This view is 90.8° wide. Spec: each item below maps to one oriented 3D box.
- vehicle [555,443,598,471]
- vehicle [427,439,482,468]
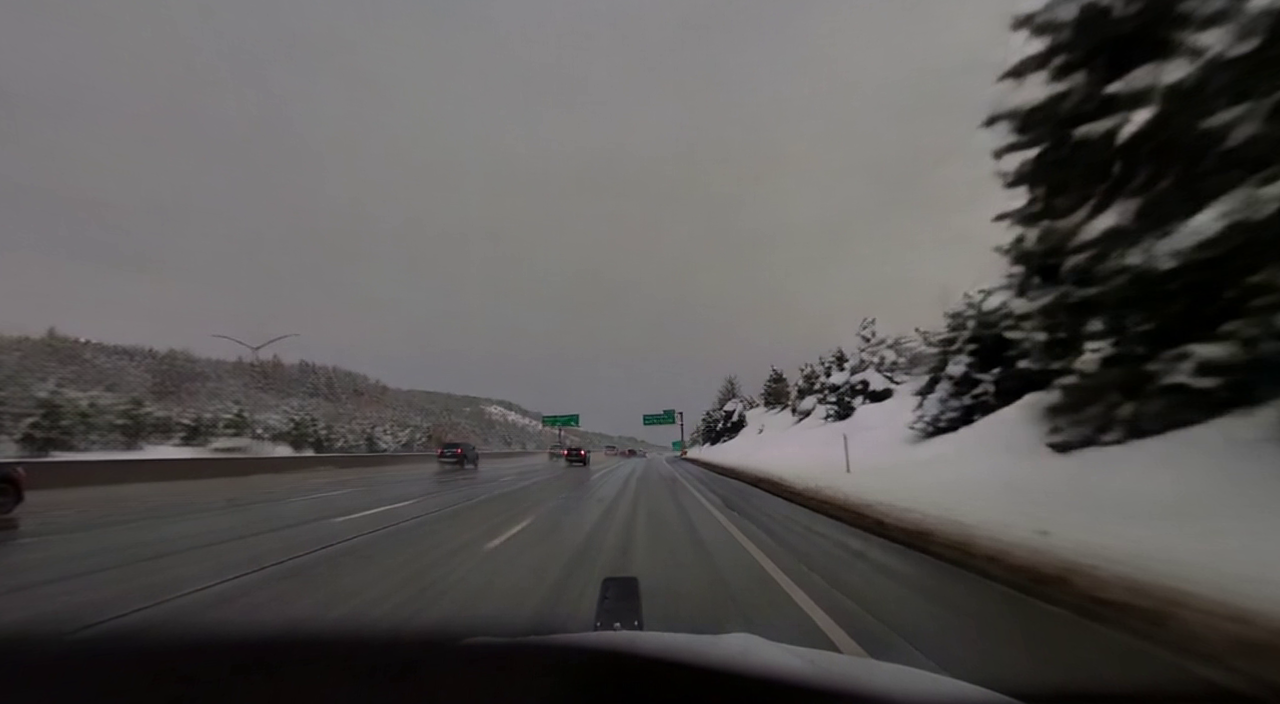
[{"bbox_3d":[-3.561,5.970,36.102,1.931,1.492,4.076,0,-8,1],"label":"vehicle"},{"bbox_3d":[-12.316,6.763,42.274,2.076,1.766,4.831,0,-8,2],"label":"vehicle"}]
